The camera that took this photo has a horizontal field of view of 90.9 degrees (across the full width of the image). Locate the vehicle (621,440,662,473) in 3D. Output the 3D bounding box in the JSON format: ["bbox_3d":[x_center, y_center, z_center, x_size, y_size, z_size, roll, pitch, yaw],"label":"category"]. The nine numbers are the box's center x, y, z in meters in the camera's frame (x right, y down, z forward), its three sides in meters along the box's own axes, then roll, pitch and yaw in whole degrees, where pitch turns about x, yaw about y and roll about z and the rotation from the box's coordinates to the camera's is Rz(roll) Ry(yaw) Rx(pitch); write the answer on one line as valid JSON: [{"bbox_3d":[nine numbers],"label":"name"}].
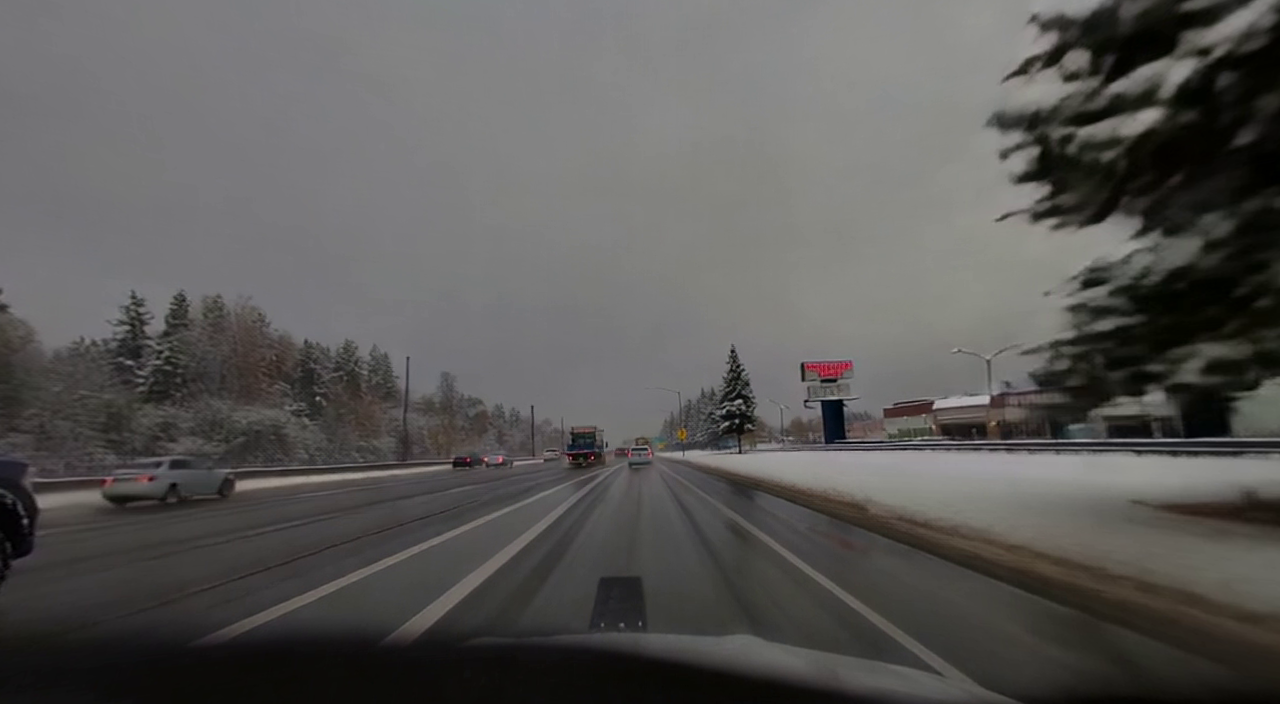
[{"bbox_3d":[0.108,6.108,37.280,2.227,1.794,4.646,0,-8,1],"label":"vehicle"}]

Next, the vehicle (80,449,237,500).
[{"bbox_3d":[-18.324,4.635,24.397,2.076,1.709,4.893,-1,-8,2],"label":"vehicle"}]

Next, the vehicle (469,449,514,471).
[{"bbox_3d":[-10.799,7.903,46.274,1.928,1.480,4.823,-1,-8,2],"label":"vehicle"}]

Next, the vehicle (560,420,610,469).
[{"bbox_3d":[-4.164,7.231,49.361,2.796,3.426,8.553,-1,-8,2],"label":"vehicle"}]

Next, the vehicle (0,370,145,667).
[{"bbox_3d":[-5.048,0.836,2.584,2.200,1.793,4.586,0,-8,2],"label":"vehicle"}]
